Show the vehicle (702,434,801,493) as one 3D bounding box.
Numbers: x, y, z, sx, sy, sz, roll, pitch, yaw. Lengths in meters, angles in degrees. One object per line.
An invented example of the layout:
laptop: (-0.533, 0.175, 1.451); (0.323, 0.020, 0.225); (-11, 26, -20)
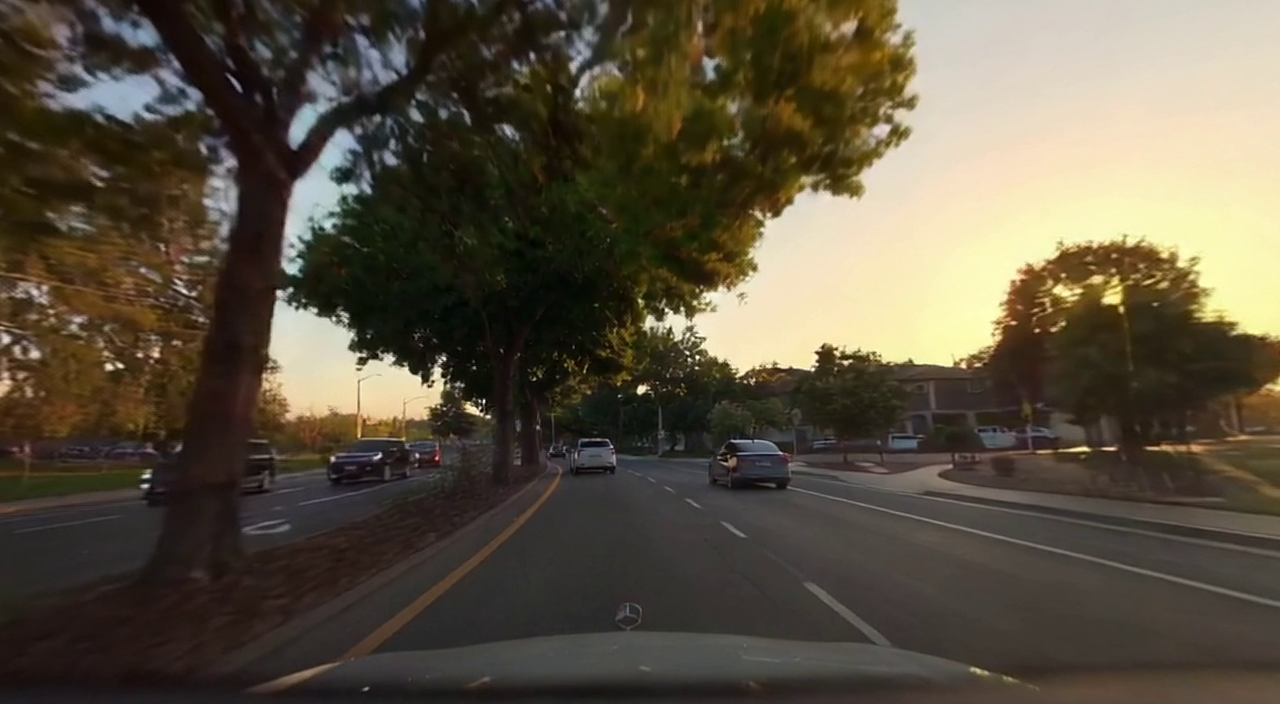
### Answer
vehicle: (3.078, 3.192, 18.369); (1.915, 1.495, 4.880); (0, -9, -1)

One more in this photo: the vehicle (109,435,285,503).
vehicle: (-13.478, 3.561, 19.617); (2.288, 1.842, 4.837); (1, -9, -5)

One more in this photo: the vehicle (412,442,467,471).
vehicle: (-11.682, 6.144, 36.837); (2.002, 1.550, 4.444); (1, -10, -4)

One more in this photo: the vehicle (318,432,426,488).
vehicle: (-9.519, 3.857, 22.808); (2.211, 1.801, 4.894); (1, -9, -6)

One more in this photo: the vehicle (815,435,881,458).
vehicle: (16.259, 7.379, 49.122); (4.528, 1.707, 2.172); (4, -9, -24)

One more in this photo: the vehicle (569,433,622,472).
vehicle: (-2.317, 5.043, 31.734); (2.165, 1.783, 4.391); (2, -9, -10)
